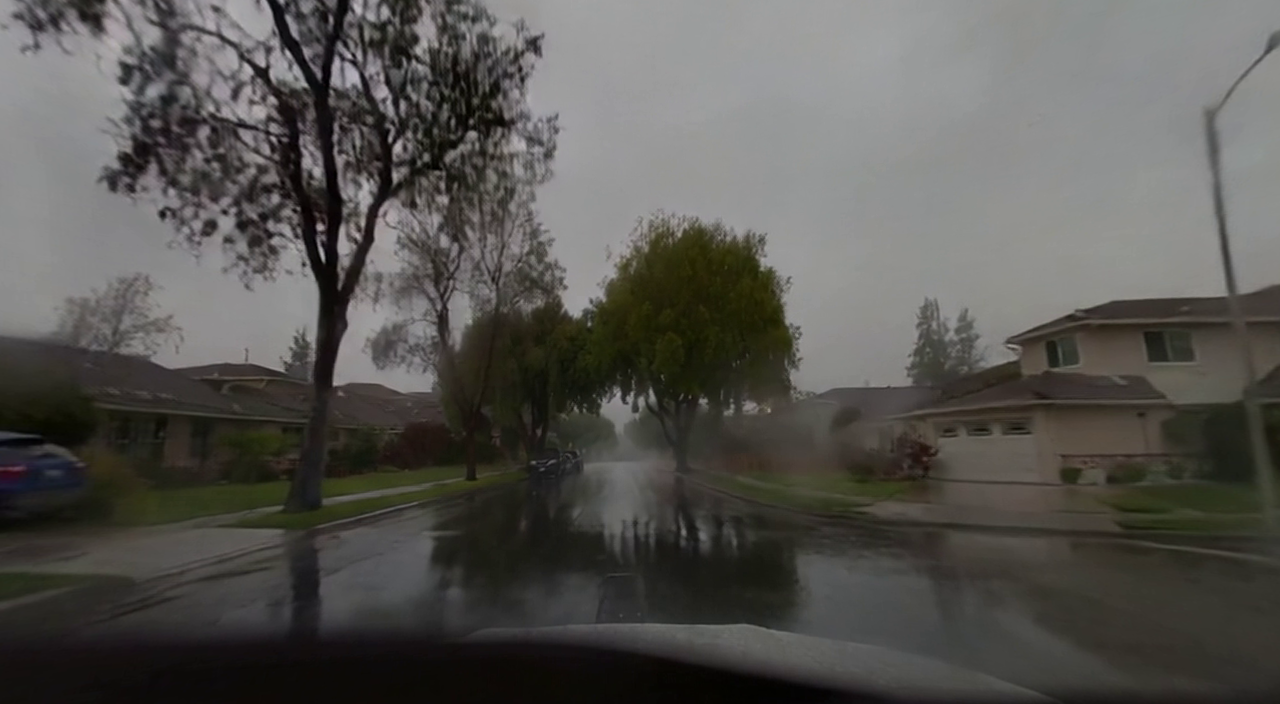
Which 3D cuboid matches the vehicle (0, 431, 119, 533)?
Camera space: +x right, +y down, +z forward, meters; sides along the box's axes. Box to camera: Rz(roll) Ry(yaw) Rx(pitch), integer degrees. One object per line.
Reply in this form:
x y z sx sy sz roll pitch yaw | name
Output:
-14.245 2.446 12.258 5.863 1.773 2.451 1 -9 -4 | vehicle

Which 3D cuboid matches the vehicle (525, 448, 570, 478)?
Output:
-6.154 7.469 42.729 2.341 1.886 5.684 1 -9 -2 | vehicle
